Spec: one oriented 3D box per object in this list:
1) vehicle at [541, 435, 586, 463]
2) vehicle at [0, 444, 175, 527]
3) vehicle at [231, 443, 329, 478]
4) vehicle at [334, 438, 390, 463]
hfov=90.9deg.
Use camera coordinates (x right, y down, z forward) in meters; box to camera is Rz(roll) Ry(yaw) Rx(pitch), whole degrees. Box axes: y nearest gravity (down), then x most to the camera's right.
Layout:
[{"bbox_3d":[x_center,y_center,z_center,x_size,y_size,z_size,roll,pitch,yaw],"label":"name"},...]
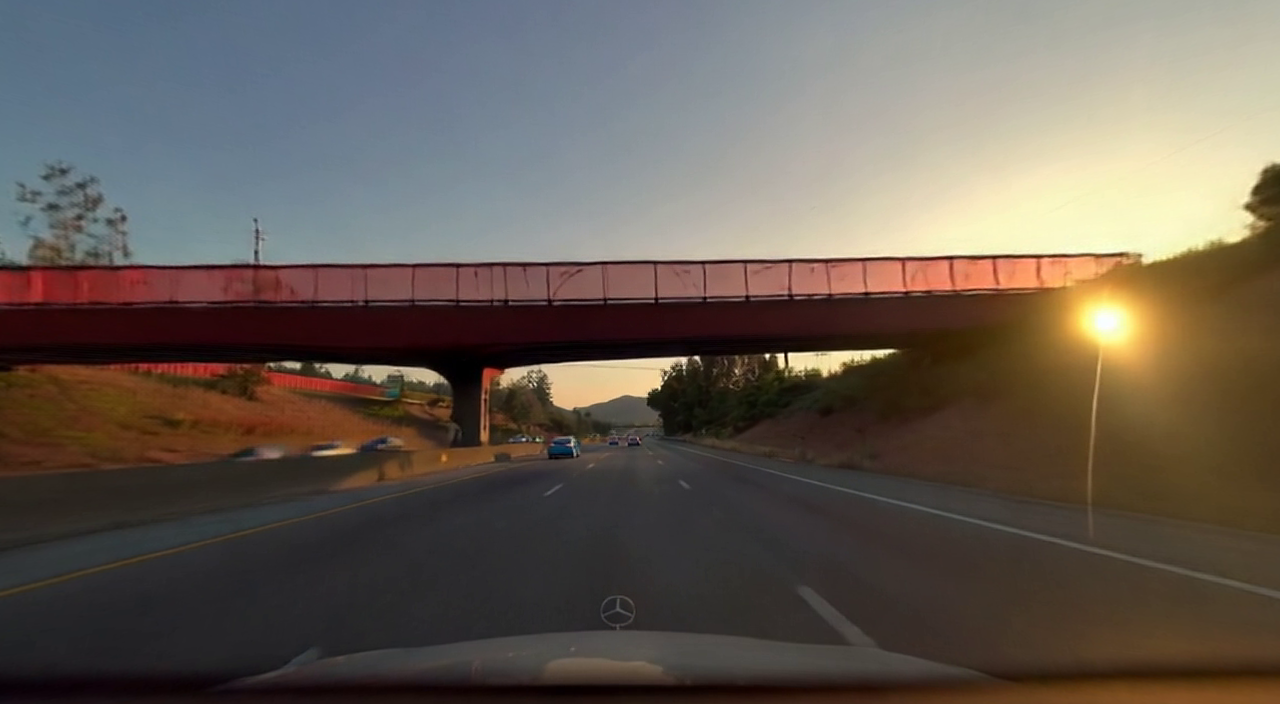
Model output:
[{"bbox_3d":[-4.393,5.640,36.845,2.074,1.535,4.437,0,-8,0],"label":"vehicle"},{"bbox_3d":[-12.677,2.724,13.438,1.970,1.473,4.699,0,-8,-1],"label":"vehicle"},{"bbox_3d":[-16.535,4.967,29.258,1.831,1.427,4.610,0,-8,0],"label":"vehicle"},{"bbox_3d":[-20.055,7.127,45.710,1.970,1.703,4.636,0,-8,-1],"label":"vehicle"}]
